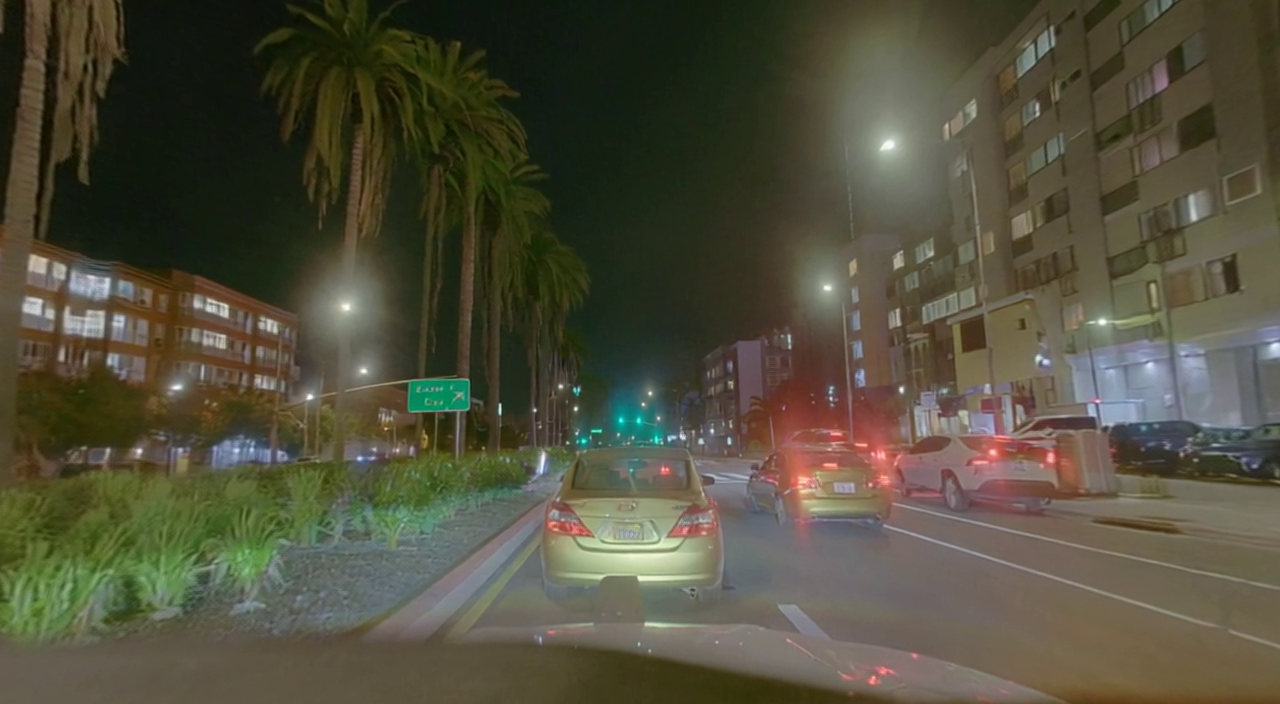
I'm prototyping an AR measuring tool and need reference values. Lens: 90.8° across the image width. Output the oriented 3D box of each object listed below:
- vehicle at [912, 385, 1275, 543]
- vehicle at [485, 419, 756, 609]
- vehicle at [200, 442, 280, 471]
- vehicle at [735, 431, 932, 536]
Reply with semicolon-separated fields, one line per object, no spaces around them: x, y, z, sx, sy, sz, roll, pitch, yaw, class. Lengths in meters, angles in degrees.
7.165;1.882;11.151;2.254;2.072;5.577;0;-8;0;vehicle
-0.165;1.591;7.078;2.158;1.498;3.919;0;-8;0;vehicle
-28.340;7.405;45.065;2.115;1.884;5.481;0;-8;0;vehicle
3.078;2.191;11.179;1.925;1.451;4.436;0;-8;-2;vehicle
